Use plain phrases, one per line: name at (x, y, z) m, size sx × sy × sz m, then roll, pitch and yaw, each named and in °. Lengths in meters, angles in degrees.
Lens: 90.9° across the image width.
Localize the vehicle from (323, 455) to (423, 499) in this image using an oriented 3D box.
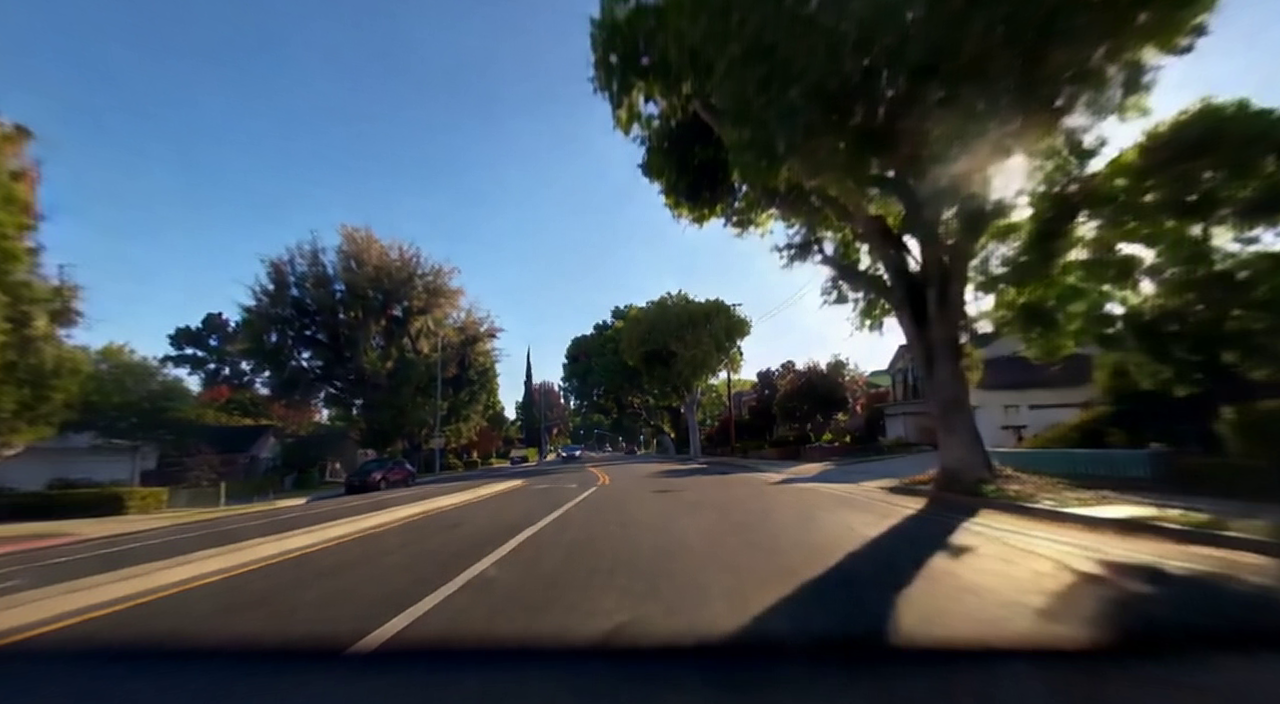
vehicle at (-12.003, 5.635, 28.845) m, size 2.066 × 1.681 × 5.292 m, roll -1°, pitch -8°, yaw 3°
